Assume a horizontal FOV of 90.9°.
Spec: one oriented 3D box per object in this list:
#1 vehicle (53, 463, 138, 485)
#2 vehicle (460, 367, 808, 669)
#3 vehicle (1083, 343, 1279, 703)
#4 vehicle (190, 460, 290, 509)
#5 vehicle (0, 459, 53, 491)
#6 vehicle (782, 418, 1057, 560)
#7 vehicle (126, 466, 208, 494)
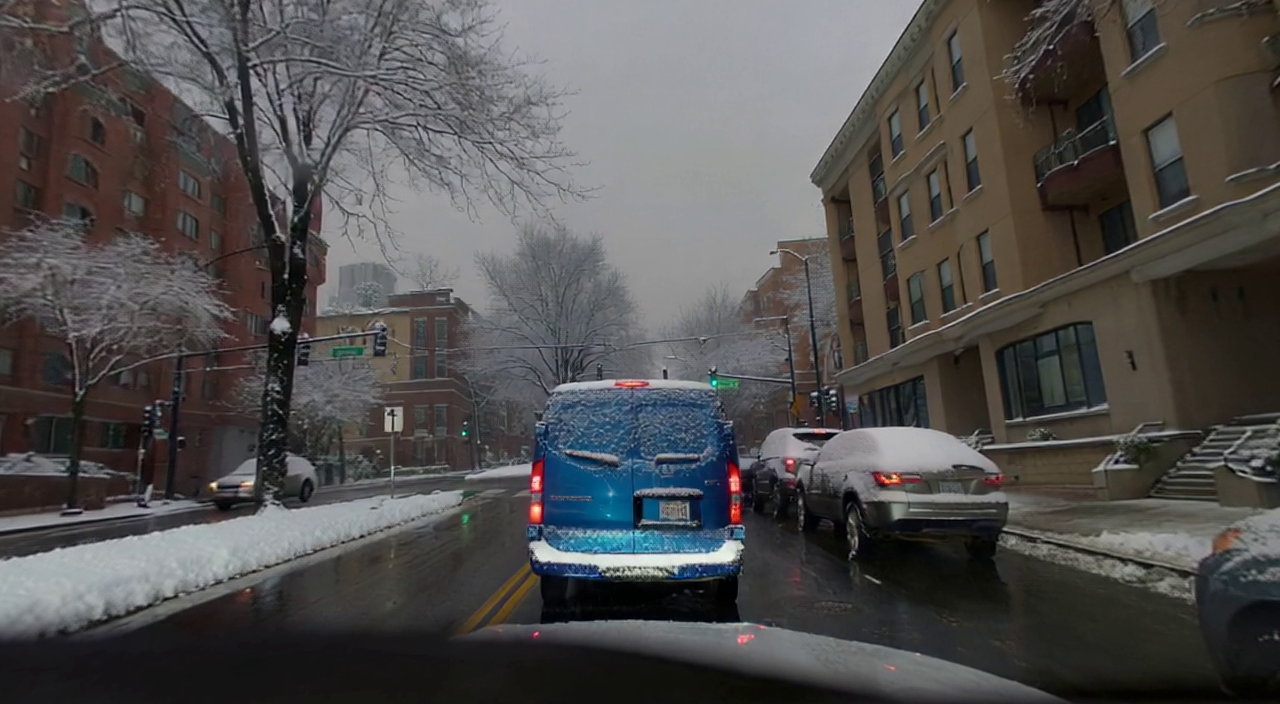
[{"bbox_3d":[-38.483,8.633,44.619,4.396,1.458,1.809,-1,-9,2],"label":"vehicle"},{"bbox_3d":[-0.032,1.323,6.043,2.101,1.828,4.270,0,-9,0],"label":"vehicle"},{"bbox_3d":[3.805,0.695,1.742,2.157,1.748,4.130,0,-9,1],"label":"vehicle"},{"bbox_3d":[-14.397,4.745,23.003,1.852,1.485,4.428,2,-9,-16],"label":"vehicle"},{"bbox_3d":[-35.493,6.845,35.135,3.843,1.680,1.782,-1,-9,4],"label":"vehicle"},{"bbox_3d":[3.917,2.004,10.020,2.061,1.676,4.734,0,-9,-2],"label":"vehicle"},{"bbox_3d":[-33.322,9.056,44.507,4.292,1.492,1.772,-6,-14,-1],"label":"vehicle"}]
